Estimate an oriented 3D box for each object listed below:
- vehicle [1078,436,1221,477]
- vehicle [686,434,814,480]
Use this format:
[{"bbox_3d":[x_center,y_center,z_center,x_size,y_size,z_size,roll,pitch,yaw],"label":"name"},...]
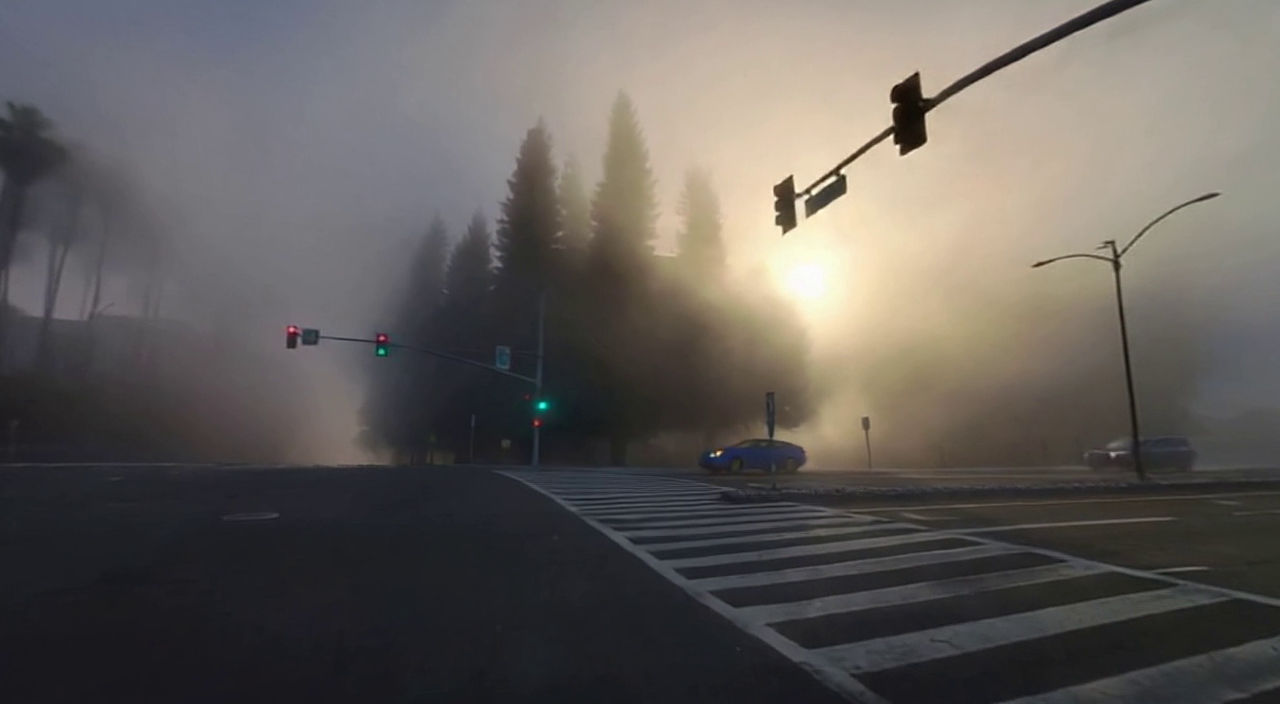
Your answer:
[{"bbox_3d":[25.390,5.186,31.358,5.841,1.890,2.273,2,-9,-13],"label":"vehicle"},{"bbox_3d":[4.523,4.344,26.125,4.820,1.751,2.050,2,-9,-15],"label":"vehicle"}]
